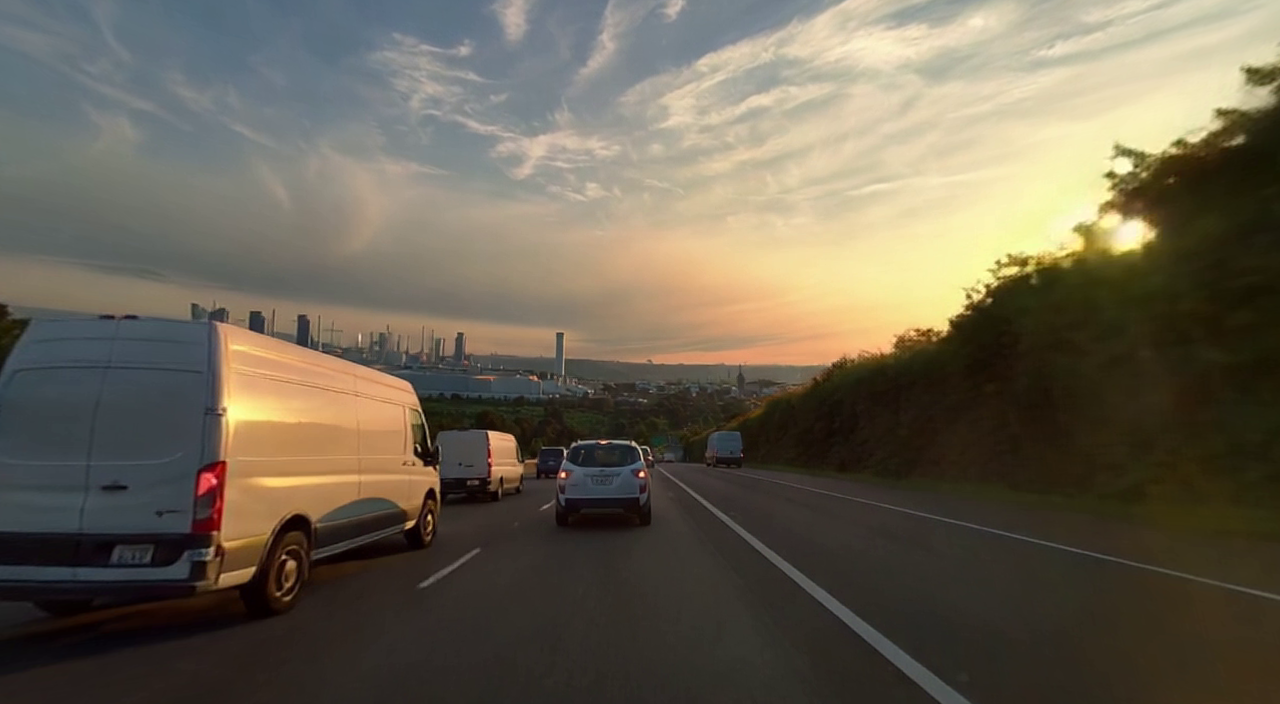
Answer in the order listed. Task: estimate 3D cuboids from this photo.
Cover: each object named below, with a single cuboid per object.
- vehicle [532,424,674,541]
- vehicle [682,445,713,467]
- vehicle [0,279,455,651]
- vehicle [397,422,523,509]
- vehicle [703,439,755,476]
[{"bbox_3d":[-0.567,2.215,11.237,2.093,1.695,3.782,0,-9,-1],"label":"vehicle"},{"bbox_3d":[4.226,7.719,46.801,1.874,1.512,3.723,0,-9,-1],"label":"vehicle"},{"bbox_3d":[-4.493,1.279,7.890,2.248,2.626,6.837,0,-9,0],"label":"vehicle"},{"bbox_3d":[-4.569,2.966,16.824,2.043,1.987,4.486,0,-9,0],"label":"vehicle"},{"bbox_3d":[4.398,5.296,31.778,2.003,1.754,4.134,0,-9,-1],"label":"vehicle"}]
